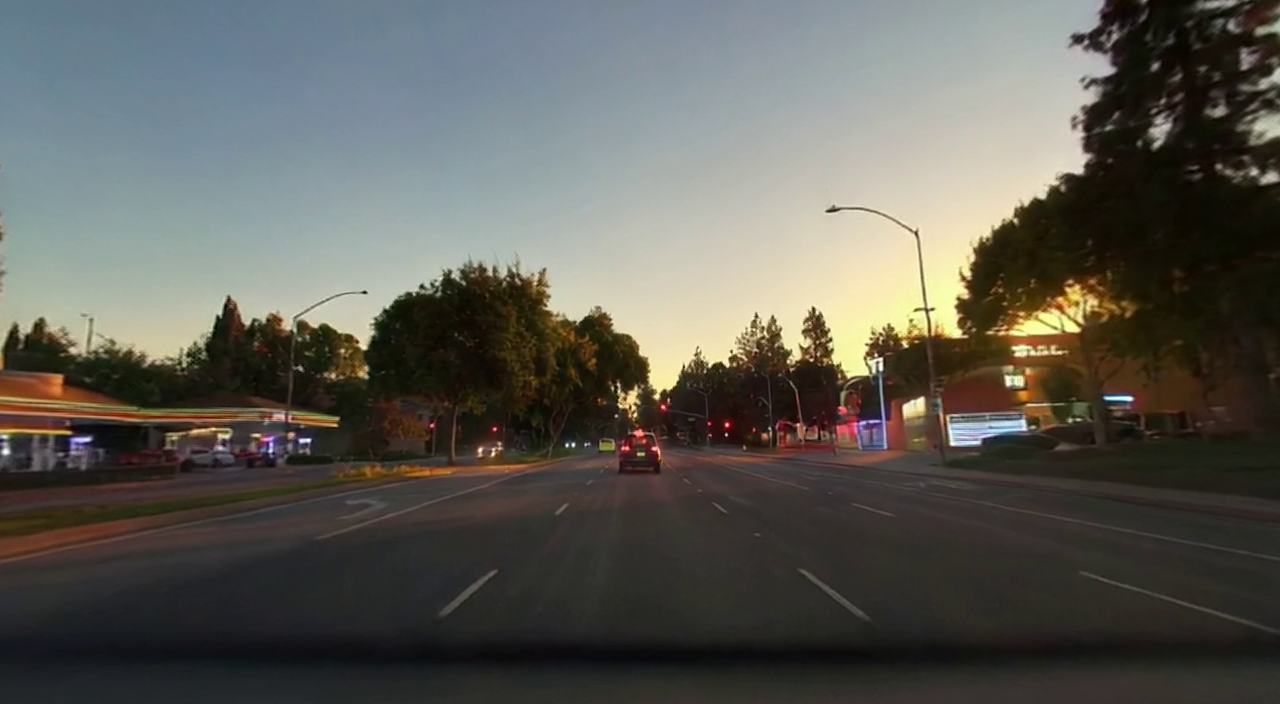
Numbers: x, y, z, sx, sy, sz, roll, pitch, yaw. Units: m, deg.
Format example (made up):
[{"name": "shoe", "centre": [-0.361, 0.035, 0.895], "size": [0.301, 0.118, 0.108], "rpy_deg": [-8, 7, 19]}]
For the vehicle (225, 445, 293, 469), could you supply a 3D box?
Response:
[{"name": "vehicle", "centre": [-28.413, 7.796, 46.940], "size": [4.428, 1.708, 1.952], "rpy_deg": [-3, -9, 21]}]

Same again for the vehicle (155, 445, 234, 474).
[{"name": "vehicle", "centre": [-28.326, 6.783, 39.985], "size": [4.662, 1.677, 2.026], "rpy_deg": [-4, -9, 27]}]

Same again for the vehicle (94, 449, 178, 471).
[{"name": "vehicle", "centre": [-38.506, 8.229, 48.227], "size": [4.536, 1.613, 2.000], "rpy_deg": [4, -9, -25]}]

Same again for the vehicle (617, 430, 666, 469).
[{"name": "vehicle", "centre": [0.056, 4.692, 30.377], "size": [2.213, 1.715, 4.242], "rpy_deg": [0, -8, 0]}]
